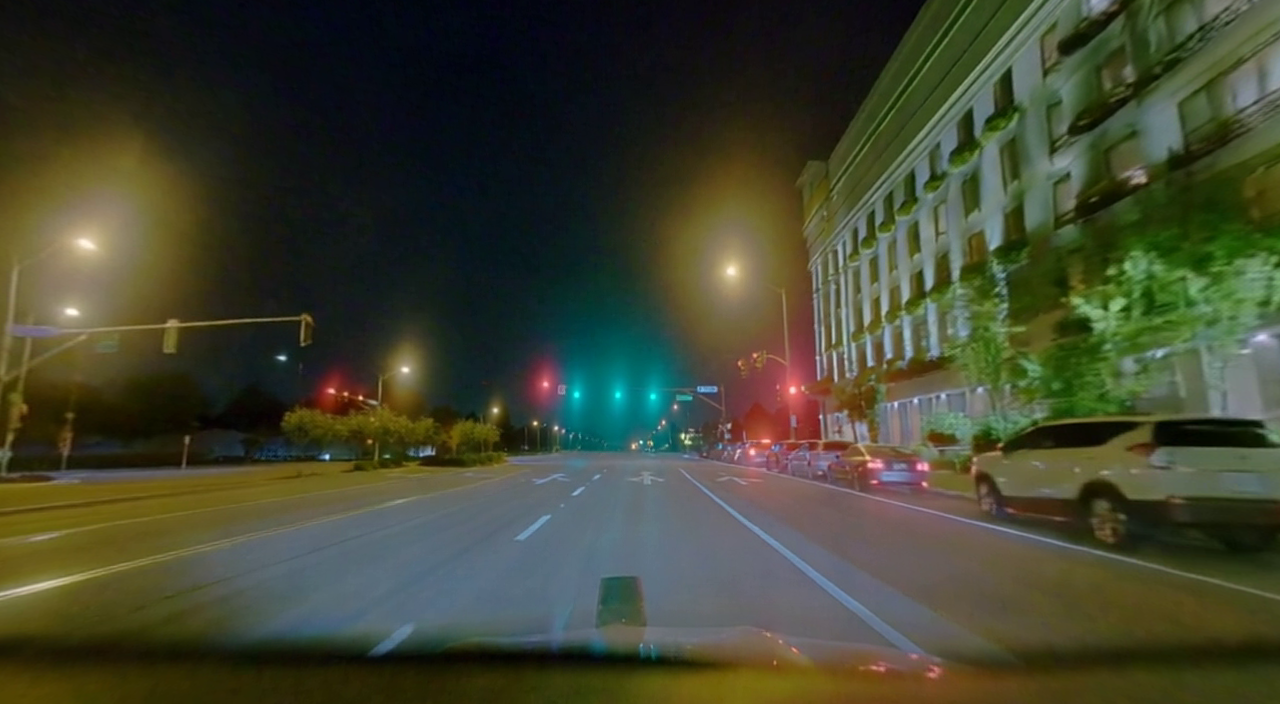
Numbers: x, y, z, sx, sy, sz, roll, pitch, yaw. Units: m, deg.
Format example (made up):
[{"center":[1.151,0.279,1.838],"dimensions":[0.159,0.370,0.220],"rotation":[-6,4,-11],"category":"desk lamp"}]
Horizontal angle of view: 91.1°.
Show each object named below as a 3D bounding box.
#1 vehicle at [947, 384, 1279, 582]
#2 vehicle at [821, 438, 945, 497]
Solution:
[{"center":[6.546,1.619,8.520],"dimensions":[2.169,1.876,4.931],"rotation":[0,-9,-1],"category":"vehicle"},{"center":[6.865,3.301,18.308],"dimensions":[1.880,1.483,4.510],"rotation":[0,-9,1],"category":"vehicle"}]
